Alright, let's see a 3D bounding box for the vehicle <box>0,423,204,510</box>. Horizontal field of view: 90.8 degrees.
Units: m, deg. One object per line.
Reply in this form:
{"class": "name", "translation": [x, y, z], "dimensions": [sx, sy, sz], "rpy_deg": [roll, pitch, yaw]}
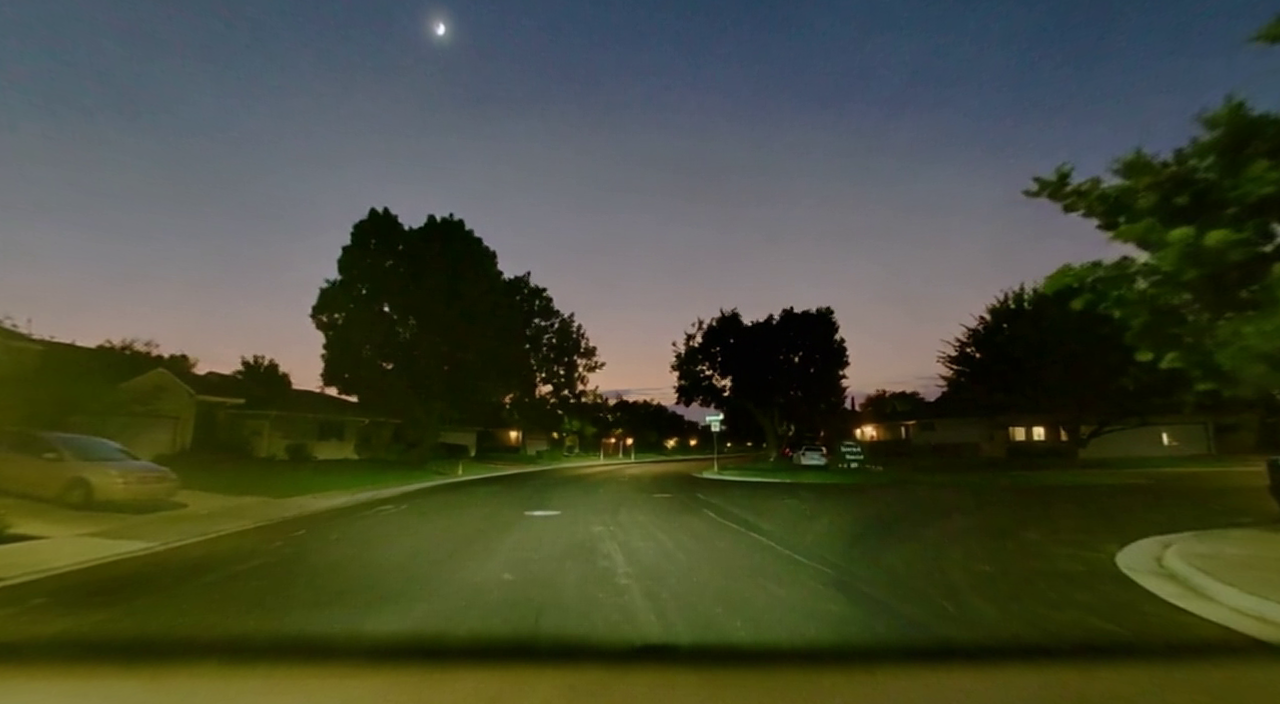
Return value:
{"class": "vehicle", "translation": [-12.703, 2.431, 13.782], "dimensions": [4.790, 1.627, 2.112], "rpy_deg": [1, -5, -1]}
